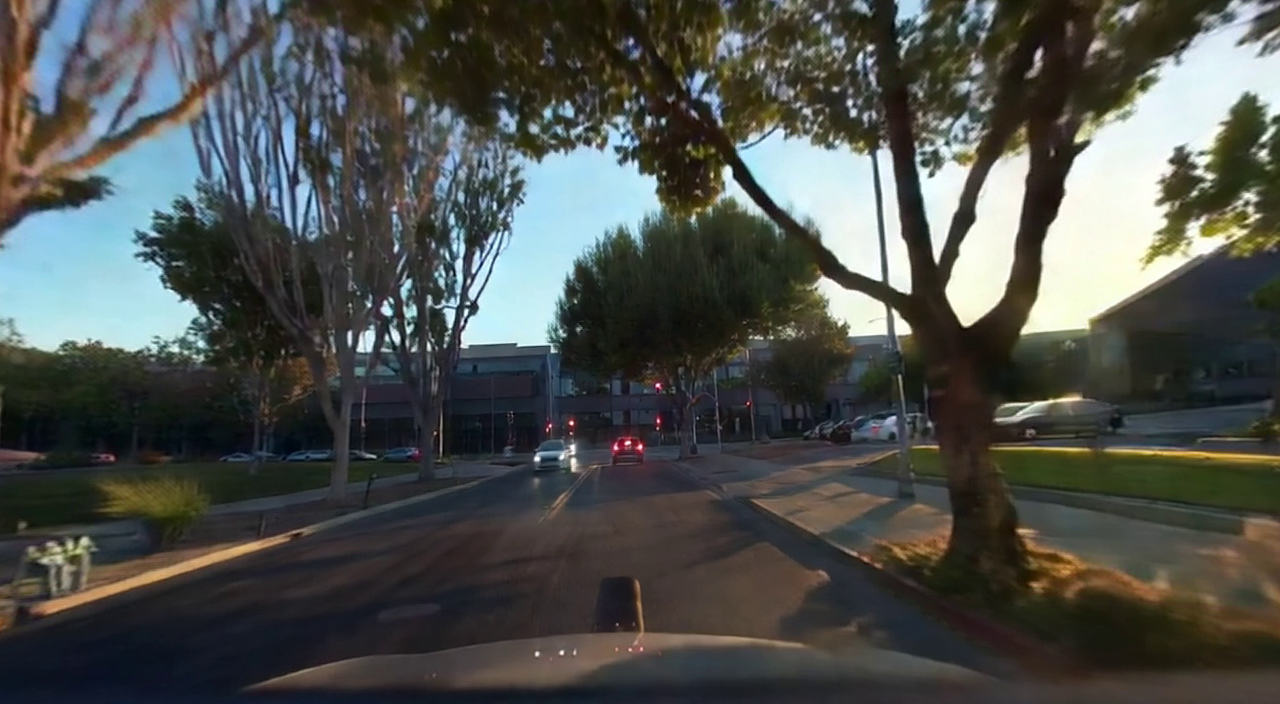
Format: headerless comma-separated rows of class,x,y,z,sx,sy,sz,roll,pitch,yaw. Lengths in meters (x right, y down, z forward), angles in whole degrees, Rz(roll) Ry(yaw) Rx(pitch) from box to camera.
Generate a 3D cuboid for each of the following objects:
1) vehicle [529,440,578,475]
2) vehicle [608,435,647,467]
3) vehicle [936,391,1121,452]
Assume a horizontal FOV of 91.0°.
vehicle,-4.071,4.982,30.027,1.973,1.512,3.524,0,-8,-2
vehicle,-0.653,5.651,36.106,2.142,1.686,3.816,-1,-8,1
vehicle,11.999,2.184,19.727,4.349,1.462,1.982,-5,-7,6
